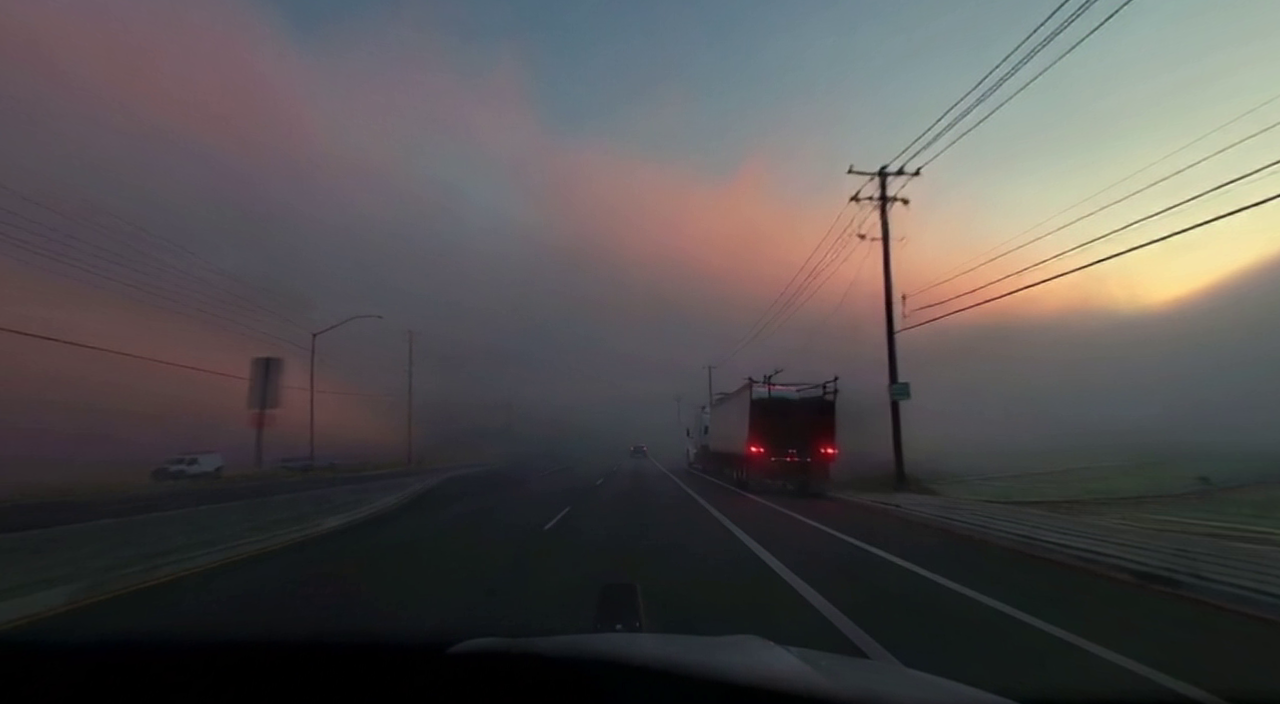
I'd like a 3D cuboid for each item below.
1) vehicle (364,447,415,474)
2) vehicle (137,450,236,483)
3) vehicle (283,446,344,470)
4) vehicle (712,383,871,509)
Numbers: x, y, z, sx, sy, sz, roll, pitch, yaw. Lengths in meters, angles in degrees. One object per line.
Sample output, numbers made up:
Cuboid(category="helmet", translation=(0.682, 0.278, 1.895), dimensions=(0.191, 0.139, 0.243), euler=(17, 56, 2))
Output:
Cuboid(category="vehicle", translation=(-18.690, 8.087, 47.111), dimensions=(1.948, 1.844, 4.235), euler=(0, -9, 1))
Cuboid(category="vehicle", translation=(-25.599, 6.437, 35.760), dimensions=(1.950, 1.658, 4.576), euler=(0, -9, 5))
Cuboid(category="vehicle", translation=(-25.545, 8.283, 49.432), dimensions=(2.020, 1.763, 4.637), euler=(-1, -9, 5))
Cuboid(category="vehicle", translation=(3.897, 2.696, 18.119), dimensions=(2.706, 2.880, 7.117), euler=(0, -9, -1))
